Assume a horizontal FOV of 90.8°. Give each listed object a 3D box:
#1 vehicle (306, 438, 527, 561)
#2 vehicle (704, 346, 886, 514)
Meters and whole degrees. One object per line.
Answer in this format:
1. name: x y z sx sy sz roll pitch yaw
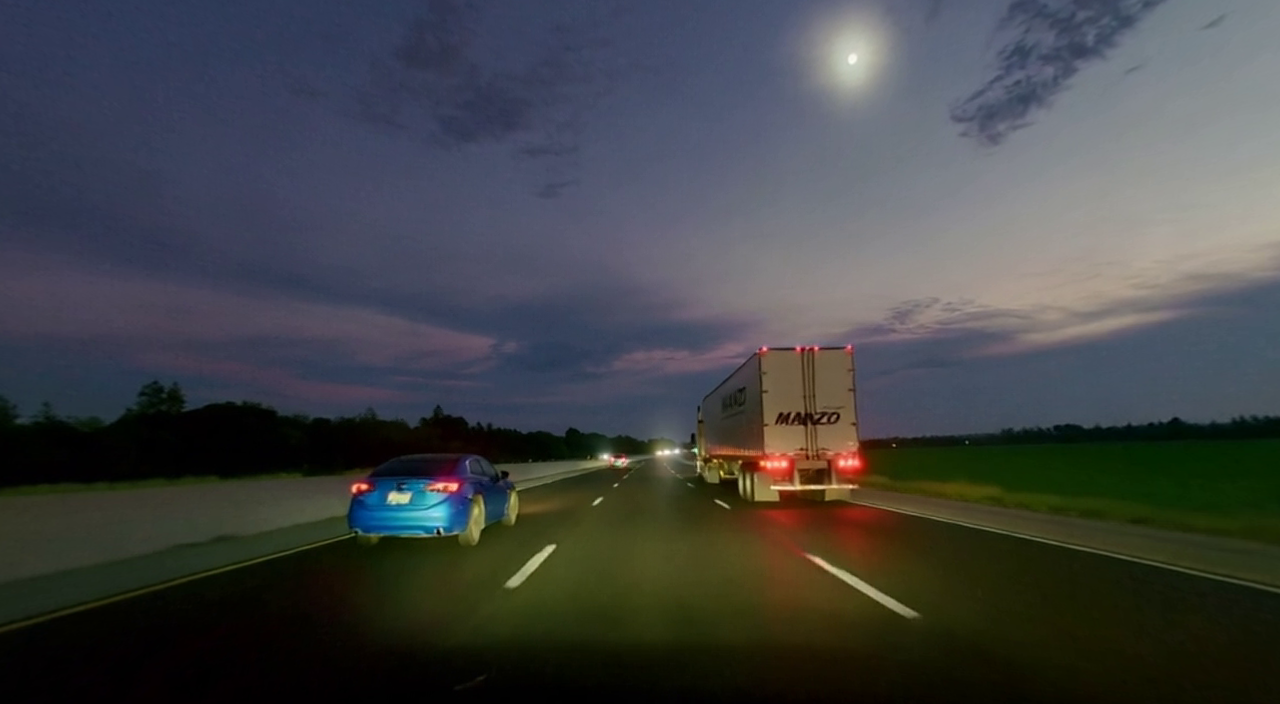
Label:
1. vehicle: -3.228 2.207 10.202 1.945 1.537 4.294 0 -9 1
2. vehicle: 4.402 2.906 22.124 2.832 4.034 13.924 0 -9 0
